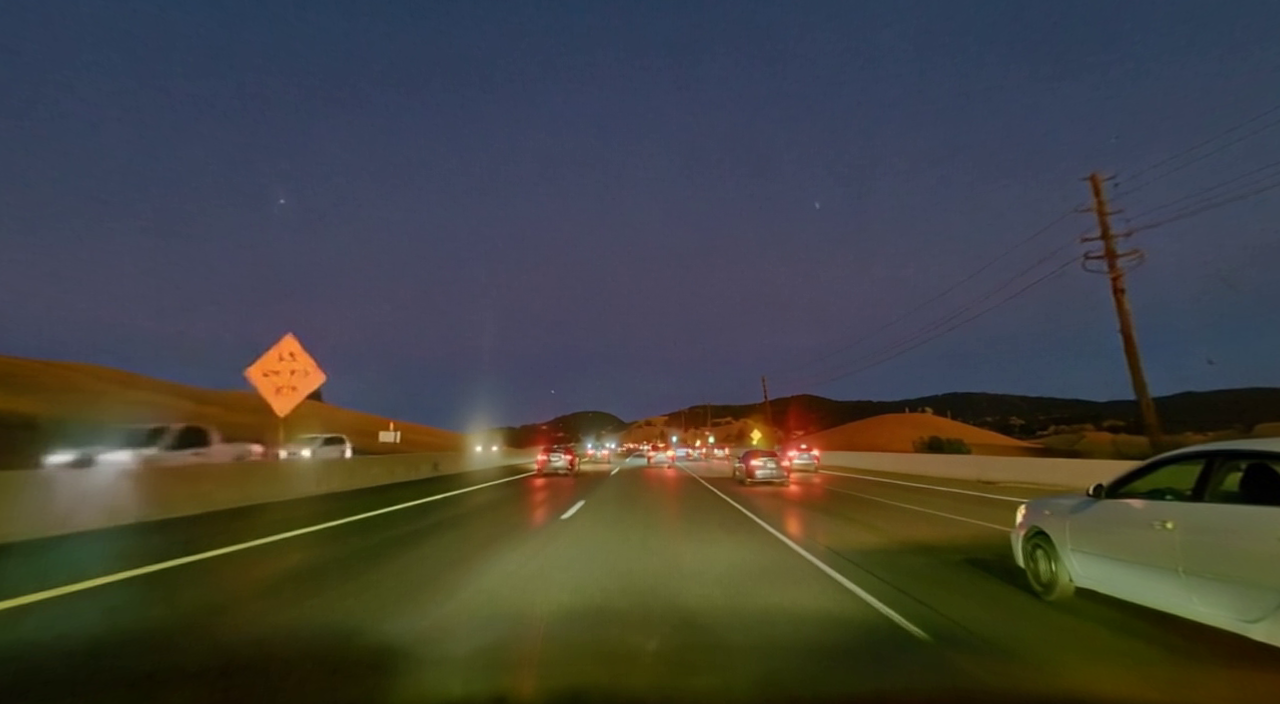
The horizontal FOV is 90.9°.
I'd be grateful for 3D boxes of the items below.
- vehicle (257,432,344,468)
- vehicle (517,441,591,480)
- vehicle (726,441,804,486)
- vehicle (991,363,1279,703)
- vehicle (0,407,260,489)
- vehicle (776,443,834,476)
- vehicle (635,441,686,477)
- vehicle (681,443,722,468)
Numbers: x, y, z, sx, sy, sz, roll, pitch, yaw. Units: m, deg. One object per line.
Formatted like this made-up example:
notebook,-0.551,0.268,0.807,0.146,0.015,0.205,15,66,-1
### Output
vehicle,-17.360,5.038,32.536,1.965,1.712,4.376,0,-8,1
vehicle,-3.332,4.301,25.300,2.232,1.438,4.163,-1,-8,2
vehicle,4.426,4.004,22.976,1.867,1.465,4.093,0,-8,-1
vehicle,3.863,0.880,2.738,2.018,1.670,4.658,0,-8,1
vehicle,-14.285,2.755,18.195,2.547,1.937,6.432,0,-8,1
vehicle,8.223,5.360,31.733,1.843,1.505,4.007,0,-8,0
vehicle,0.869,4.815,28.701,2.138,1.473,4.392,0,-8,0
vehicle,3.849,6.583,40.294,2.177,1.453,4.205,0,-8,0
